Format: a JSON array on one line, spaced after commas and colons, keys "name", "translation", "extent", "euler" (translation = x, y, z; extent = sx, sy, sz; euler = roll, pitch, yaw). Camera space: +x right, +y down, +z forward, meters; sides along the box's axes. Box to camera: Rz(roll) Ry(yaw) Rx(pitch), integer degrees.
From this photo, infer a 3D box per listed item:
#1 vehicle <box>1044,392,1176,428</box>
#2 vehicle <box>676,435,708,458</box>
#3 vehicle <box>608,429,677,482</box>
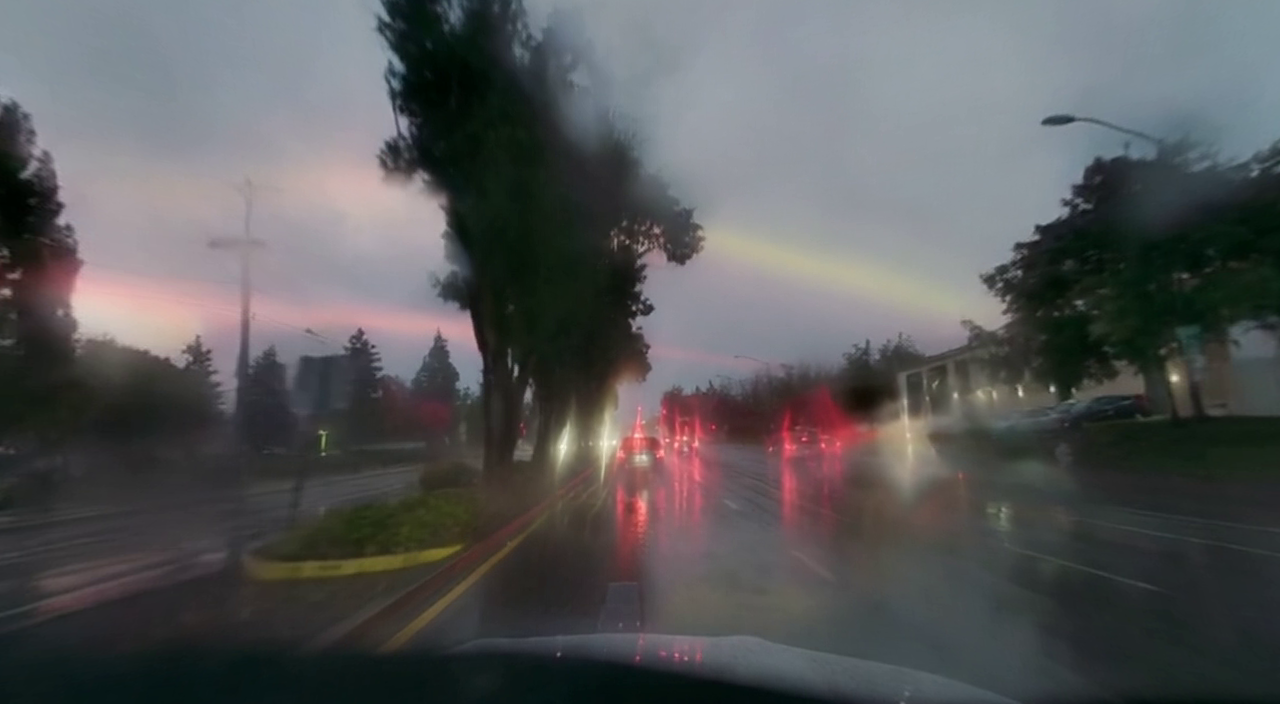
[{"name": "vehicle", "translation": [22.486, 2.817, 30.322], "extent": [4.738, 1.593, 2.123], "euler": [0, -8, -5]}, {"name": "vehicle", "translation": [3.866, 7.182, 47.901], "extent": [1.987, 1.613, 4.081], "euler": [0, -8, -1]}, {"name": "vehicle", "translation": [0.044, 3.564, 22.075], "extent": [2.181, 1.639, 4.127], "euler": [0, -8, -1]}]
